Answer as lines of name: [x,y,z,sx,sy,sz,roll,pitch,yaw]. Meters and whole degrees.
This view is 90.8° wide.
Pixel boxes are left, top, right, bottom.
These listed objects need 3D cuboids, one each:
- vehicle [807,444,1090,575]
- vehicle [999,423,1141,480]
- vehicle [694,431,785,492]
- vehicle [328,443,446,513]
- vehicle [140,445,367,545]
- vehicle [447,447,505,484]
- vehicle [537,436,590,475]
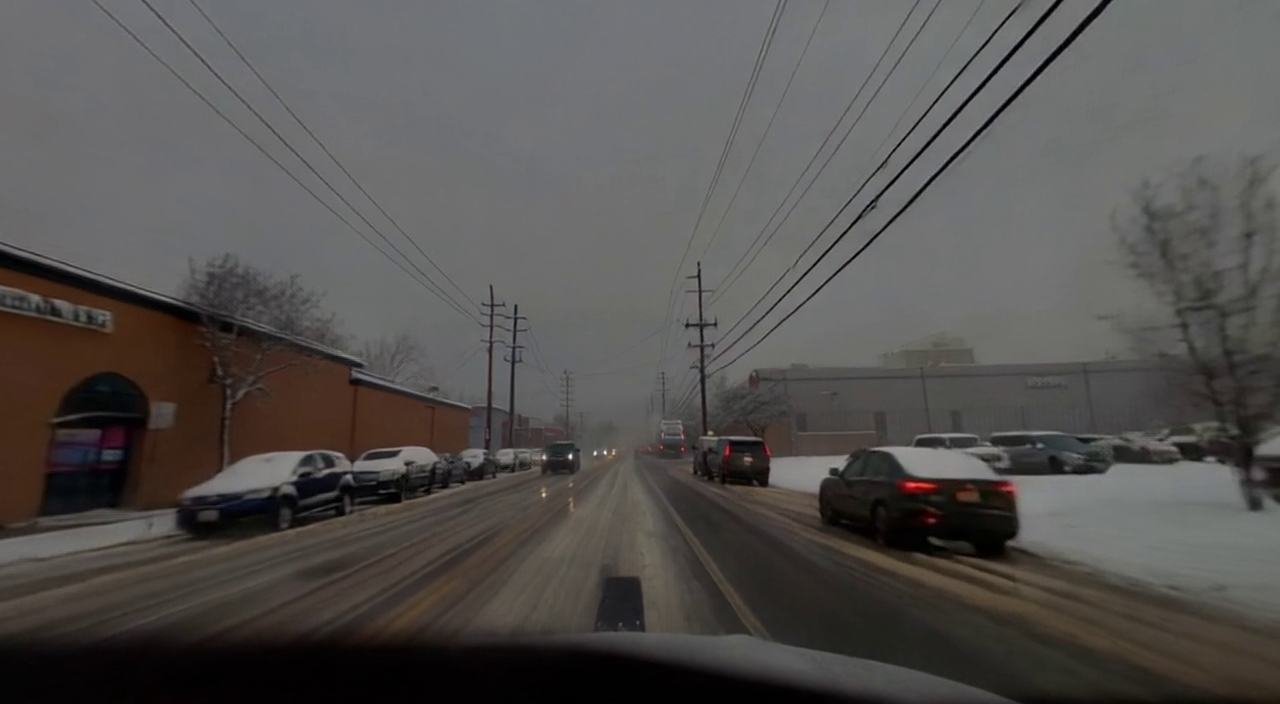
vehicle: [4.127,2.131,9.492,1.919,1.453,4.425,0,-8,-2]
vehicle: [14.662,3.417,21.863,1.828,1.749,4.000,0,-8,-4]
vehicle: [3.491,3.976,23.473,2.218,1.956,5.916,0,-8,-2]
vehicle: [-7.782,3.851,19.937,1.933,1.754,4.514,-3,-7,-1]
vehicle: [-7.974,2.924,13.737,2.194,1.775,4.482,0,-8,-2]
vehicle: [-8.225,5.677,32.078,1.903,1.710,4.322,0,-8,-2]
vehicle: [-4.179,5.792,35.579,2.275,1.999,5.723,0,-8,0]
